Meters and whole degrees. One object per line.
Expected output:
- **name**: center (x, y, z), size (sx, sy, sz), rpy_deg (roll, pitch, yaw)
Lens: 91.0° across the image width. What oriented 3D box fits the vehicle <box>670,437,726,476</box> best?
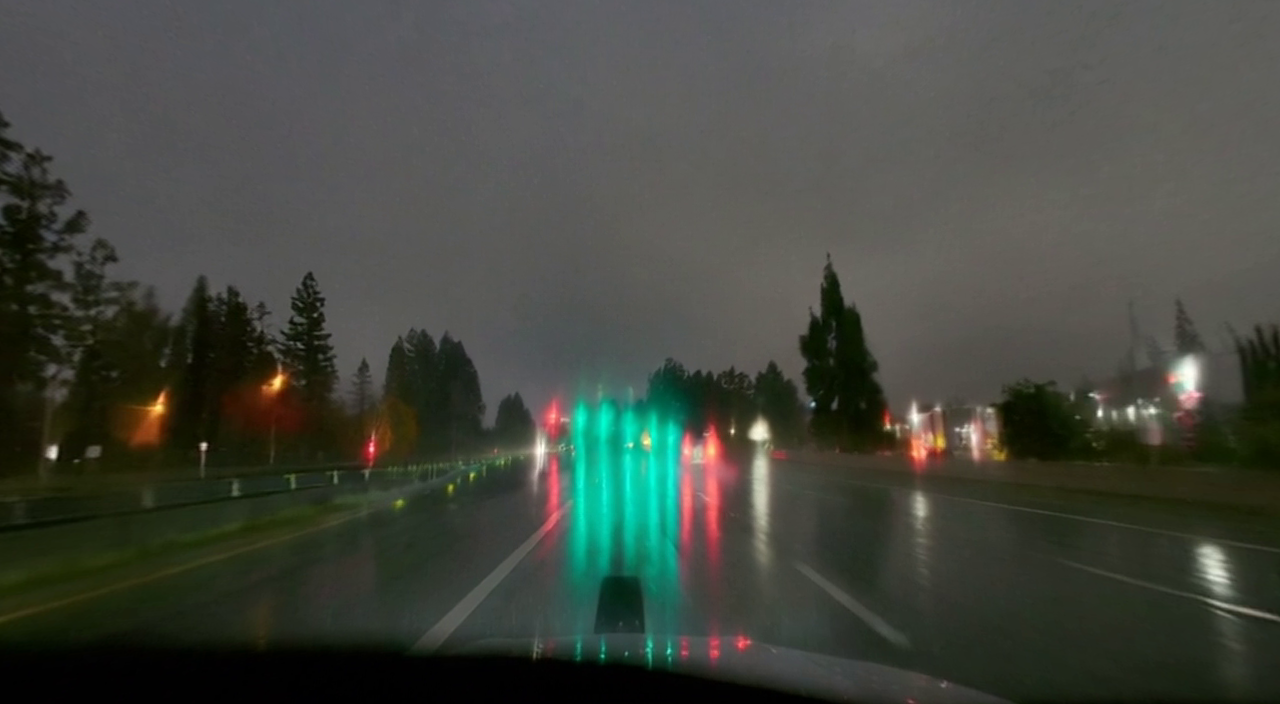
- **vehicle**: center (2.652, 4.944, 30.068), size (2.066, 1.683, 4.675), rpy_deg (0, -8, -2)
